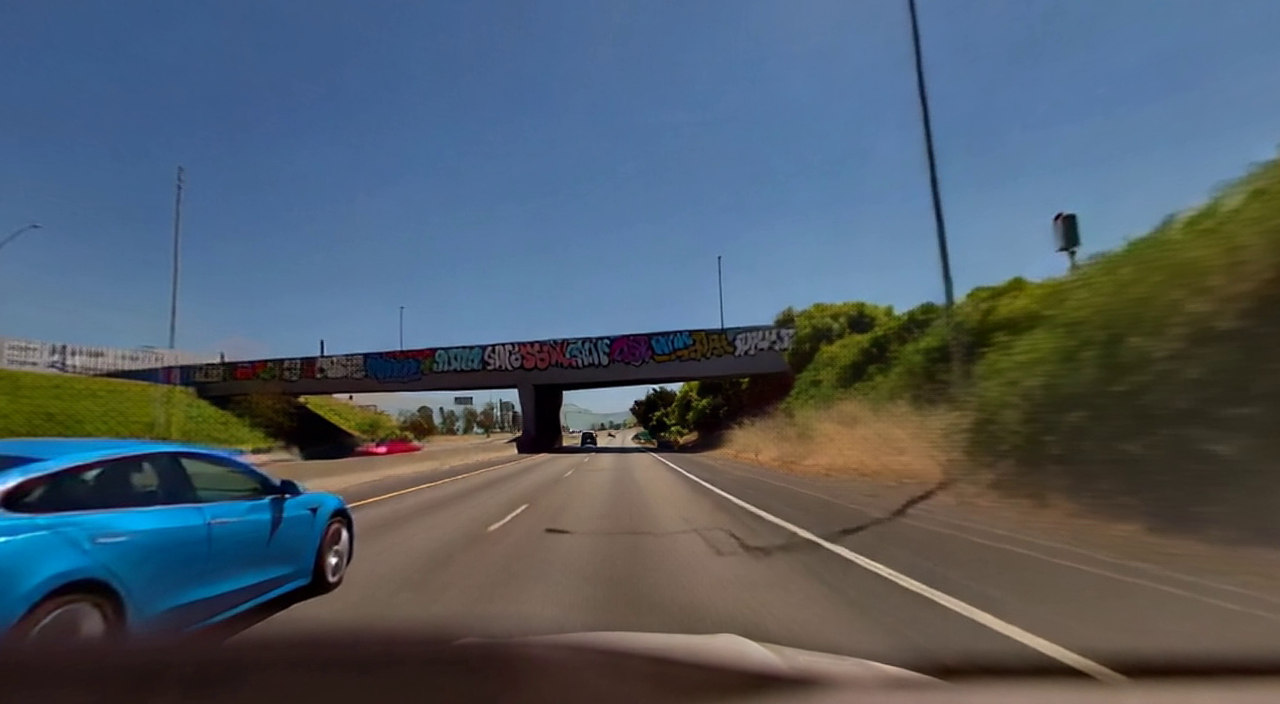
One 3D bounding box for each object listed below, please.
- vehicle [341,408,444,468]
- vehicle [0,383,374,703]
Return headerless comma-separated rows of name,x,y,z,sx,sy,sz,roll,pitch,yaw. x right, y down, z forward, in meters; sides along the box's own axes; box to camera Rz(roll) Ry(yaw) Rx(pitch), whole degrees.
vehicle,-10.145,3.582,26.360,2.240,2.254,5.250,0,-8,-1
vehicle,-3.449,1.043,3.383,2.108,1.555,4.574,0,-8,-1
